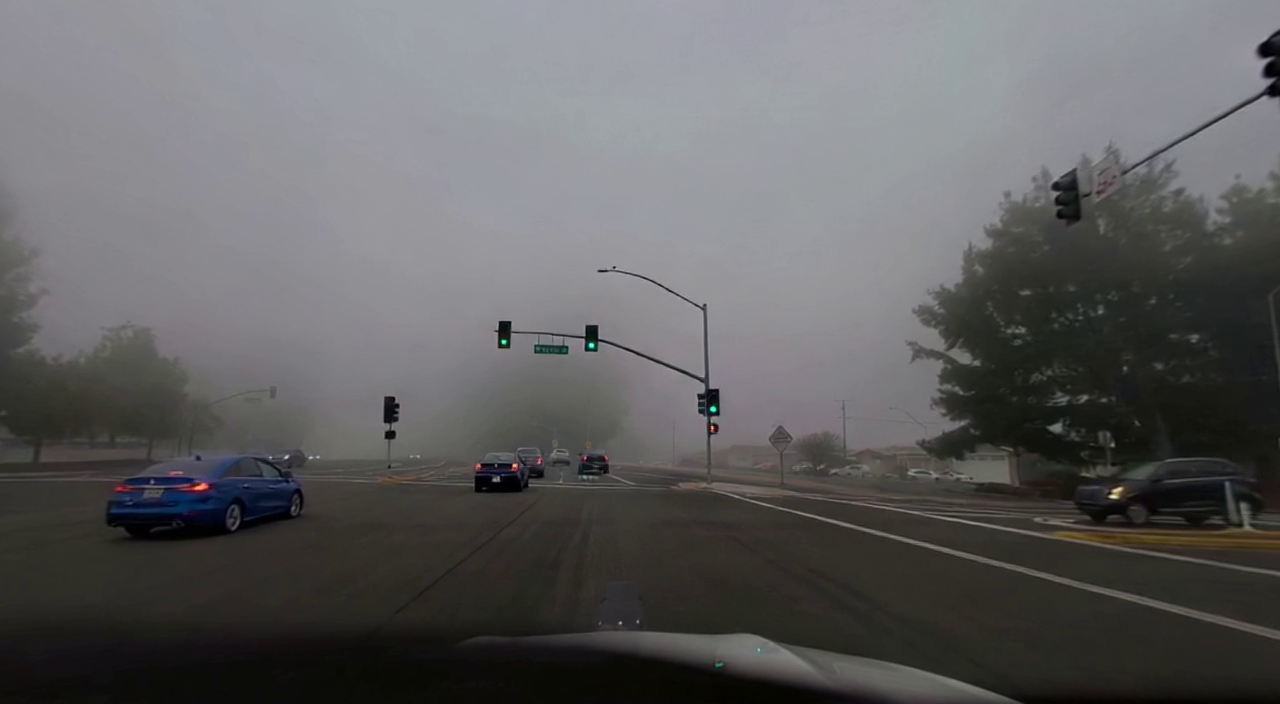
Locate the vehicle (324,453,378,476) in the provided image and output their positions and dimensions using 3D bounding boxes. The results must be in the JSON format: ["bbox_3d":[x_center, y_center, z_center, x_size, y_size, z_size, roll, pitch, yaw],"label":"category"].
[{"bbox_3d":[-20.057,7.779,44.033,2.052,1.450,4.634,1,-8,-7],"label":"vehicle"}]

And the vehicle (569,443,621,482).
[{"bbox_3d":[-2.599,6.114,35.295,2.526,1.982,5.294,1,-9,-8],"label":"vehicle"}]

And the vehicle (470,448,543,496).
[{"bbox_3d":[-4.986,4.529,24.341,2.098,1.613,4.606,0,-8,-4],"label":"vehicle"}]

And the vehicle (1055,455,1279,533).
[{"bbox_3d":[11.723,2.952,13.396,4.439,1.477,1.895,0,-8,2],"label":"vehicle"}]

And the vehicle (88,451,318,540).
[{"bbox_3d":[-8.339,2.713,12.613,1.889,1.429,4.029,0,-8,-4],"label":"vehicle"}]
